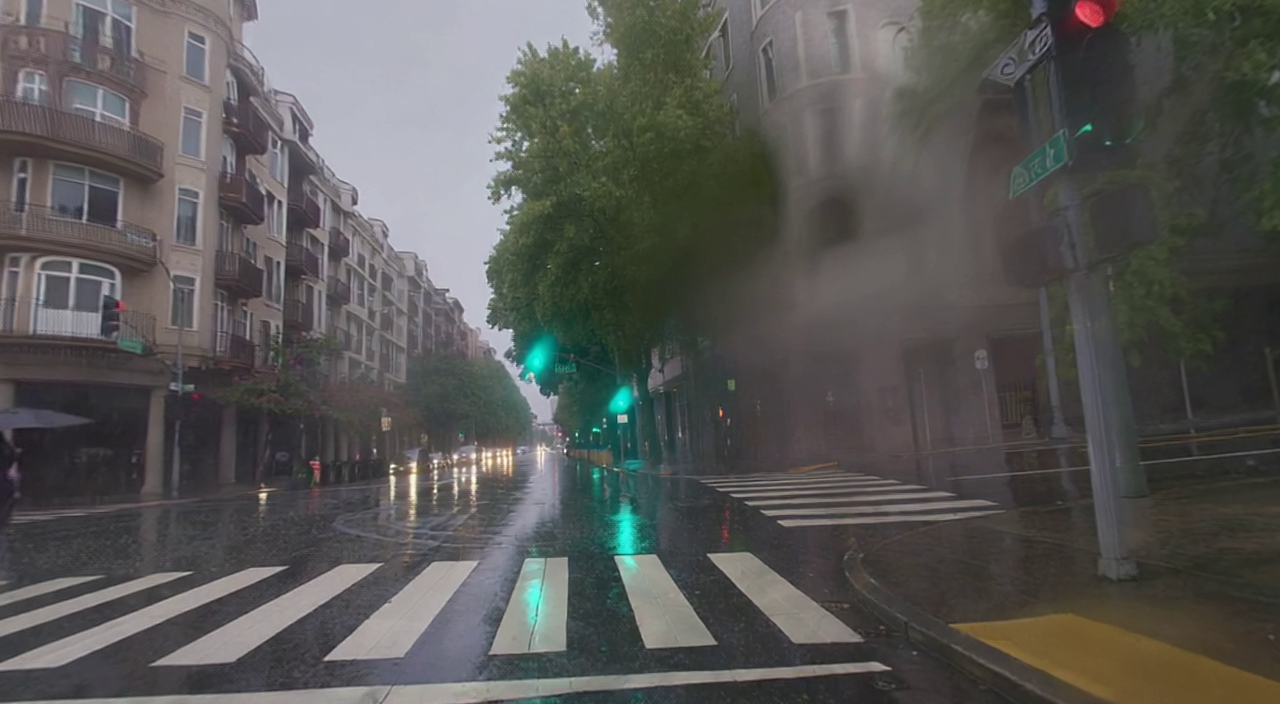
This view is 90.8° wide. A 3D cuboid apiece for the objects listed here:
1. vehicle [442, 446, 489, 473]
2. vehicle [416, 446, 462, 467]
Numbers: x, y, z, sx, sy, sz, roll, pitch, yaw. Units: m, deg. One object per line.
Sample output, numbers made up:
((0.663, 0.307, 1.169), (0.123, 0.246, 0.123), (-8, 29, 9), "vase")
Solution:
((-10.458, 6.469, 38.154), (2.196, 1.503, 4.371), (1, -8, -8), "vehicle")
((-15.529, 7.998, 48.629), (2.028, 1.479, 4.427), (6, -10, -35), "vehicle")
